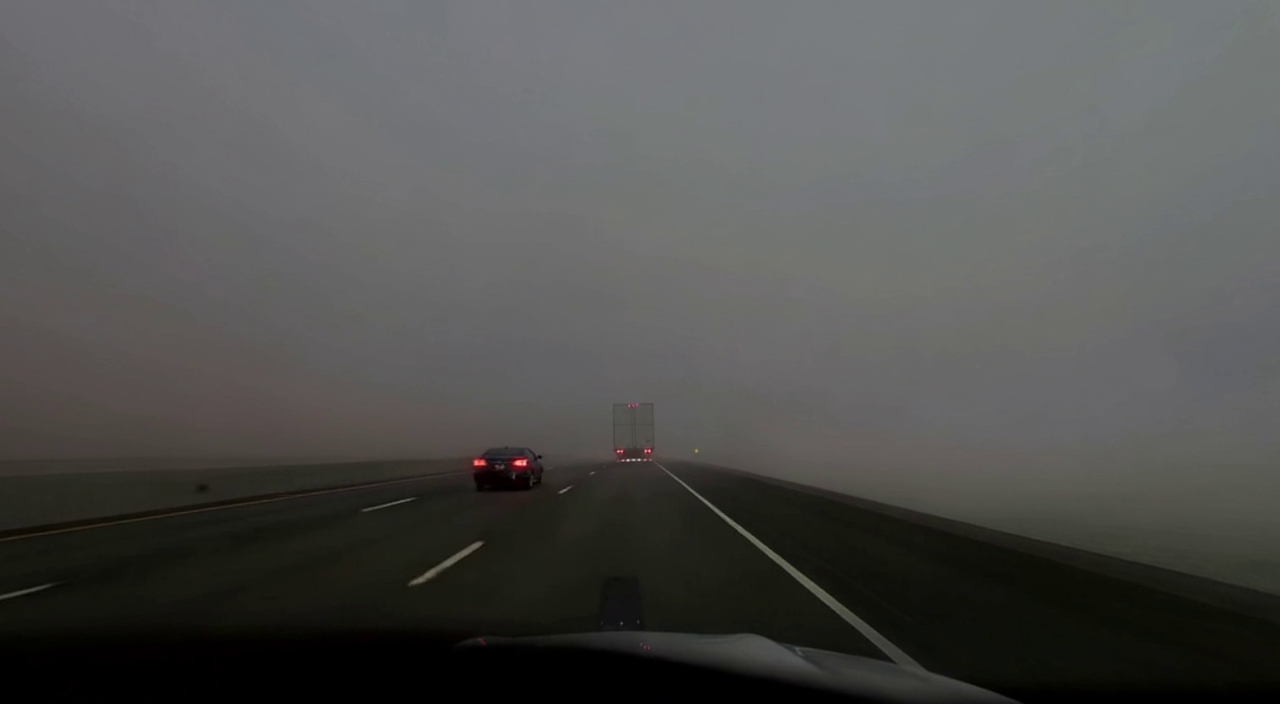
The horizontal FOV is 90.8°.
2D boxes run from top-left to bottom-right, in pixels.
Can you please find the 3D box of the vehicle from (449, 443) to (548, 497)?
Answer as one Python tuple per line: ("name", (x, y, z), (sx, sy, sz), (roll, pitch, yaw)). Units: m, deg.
("vehicle", (-4.257, 3.638, 19.893), (1.892, 1.471, 5.047), (0, -9, 1))
